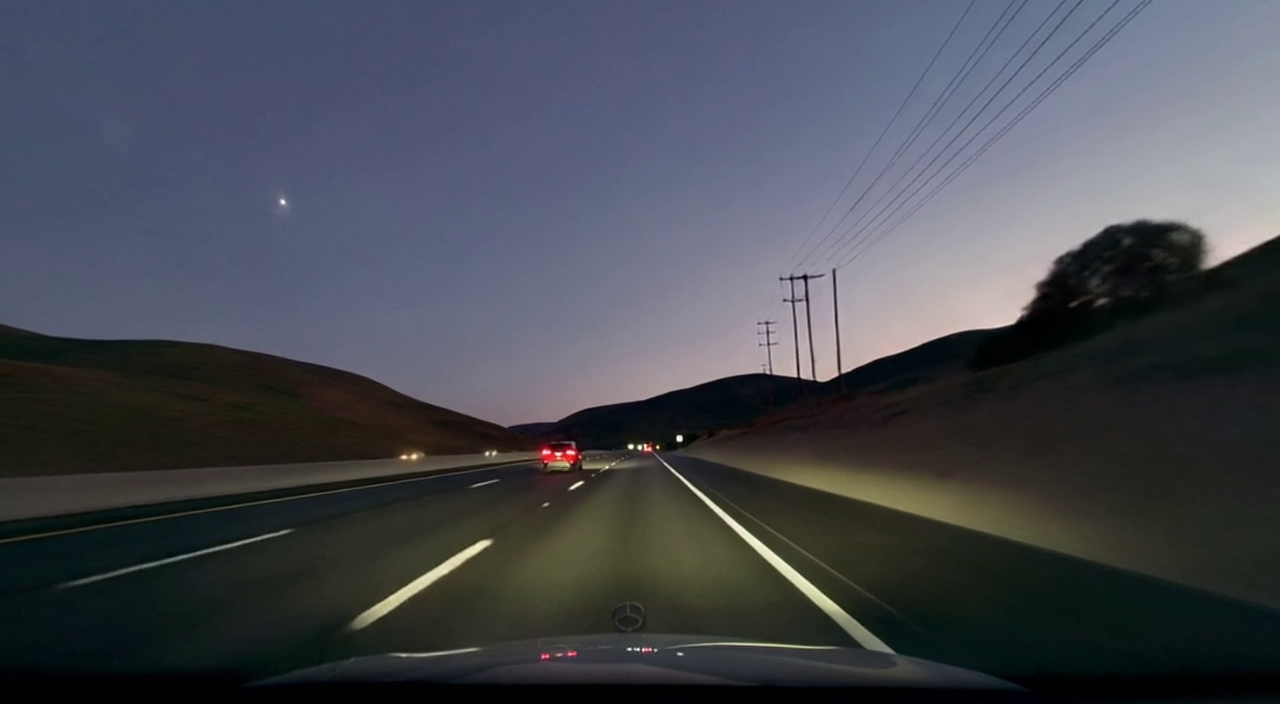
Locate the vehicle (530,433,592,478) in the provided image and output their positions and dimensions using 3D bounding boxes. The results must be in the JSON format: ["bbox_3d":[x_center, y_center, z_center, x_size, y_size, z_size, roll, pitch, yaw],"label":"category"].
[{"bbox_3d":[-3.503,4.704,28.889,2.136,1.845,4.515,0,-8,1],"label":"vehicle"}]
